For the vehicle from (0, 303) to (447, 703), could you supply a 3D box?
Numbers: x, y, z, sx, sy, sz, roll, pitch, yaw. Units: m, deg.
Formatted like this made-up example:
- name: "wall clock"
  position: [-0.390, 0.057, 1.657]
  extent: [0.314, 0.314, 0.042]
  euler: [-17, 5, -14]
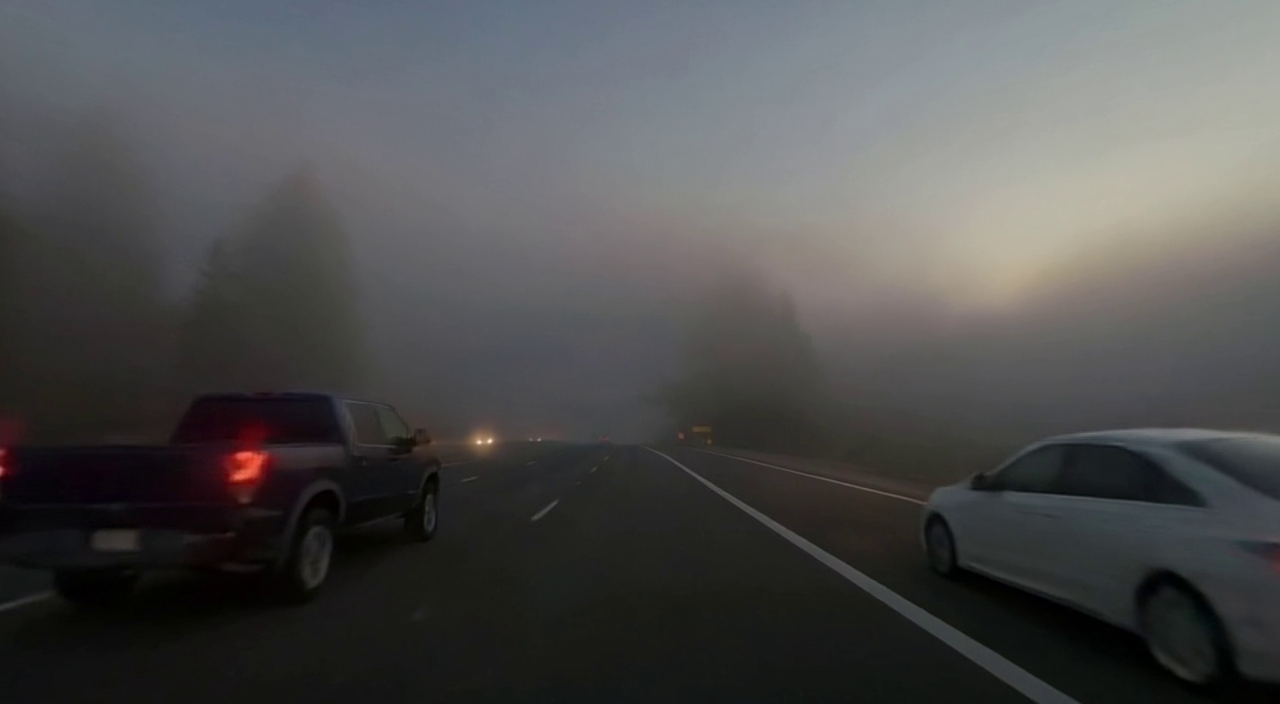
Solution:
- name: "vehicle"
  position: [-3.592, 1.033, 5.528]
  extent: [2.106, 1.779, 5.610]
  euler: [0, -8, -1]

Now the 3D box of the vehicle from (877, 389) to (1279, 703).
- name: "vehicle"
  position: [3.591, 1.176, 4.761]
  extent: [1.817, 1.465, 4.415]
  euler: [0, -8, -1]
